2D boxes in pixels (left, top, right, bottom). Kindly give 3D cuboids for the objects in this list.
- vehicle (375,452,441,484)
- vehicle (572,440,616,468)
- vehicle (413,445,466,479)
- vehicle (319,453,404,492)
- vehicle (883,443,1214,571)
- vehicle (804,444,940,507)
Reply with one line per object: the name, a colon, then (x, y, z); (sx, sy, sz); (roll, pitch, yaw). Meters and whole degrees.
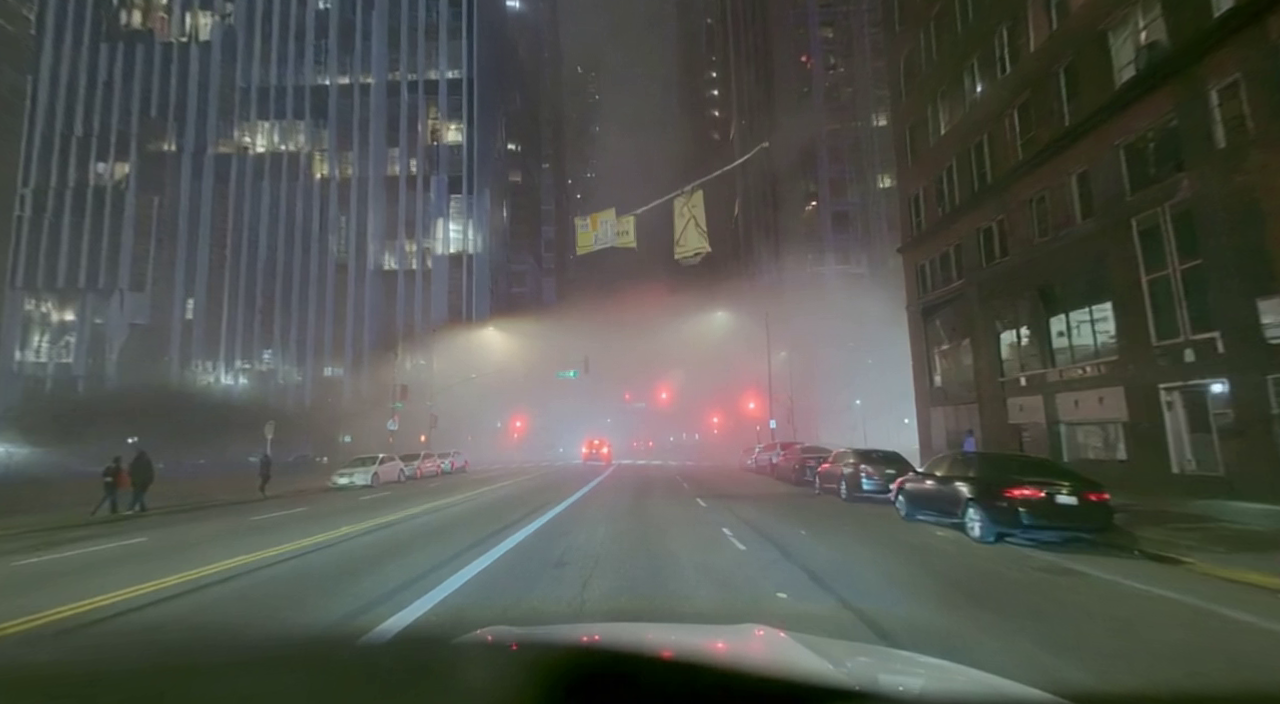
vehicle: (-11.964, 5.975, 32.773); (1.808, 1.475, 4.550); (0, -8, -2)
vehicle: (-2.536, 5.758, 35.779); (2.014, 1.480, 4.780); (0, -8, 2)
vehicle: (-11.992, 6.571, 37.940); (1.890, 1.781, 4.331); (-4, -8, -2)
vehicle: (-12.023, 5.203, 27.519); (1.845, 1.493, 4.107); (0, -8, -1)
vehicle: (5.845, 2.213, 10.011); (1.994, 1.511, 4.788); (0, -8, -1)
vehicle: (5.998, 3.217, 17.005); (1.967, 1.460, 4.558); (0, -8, 1)
